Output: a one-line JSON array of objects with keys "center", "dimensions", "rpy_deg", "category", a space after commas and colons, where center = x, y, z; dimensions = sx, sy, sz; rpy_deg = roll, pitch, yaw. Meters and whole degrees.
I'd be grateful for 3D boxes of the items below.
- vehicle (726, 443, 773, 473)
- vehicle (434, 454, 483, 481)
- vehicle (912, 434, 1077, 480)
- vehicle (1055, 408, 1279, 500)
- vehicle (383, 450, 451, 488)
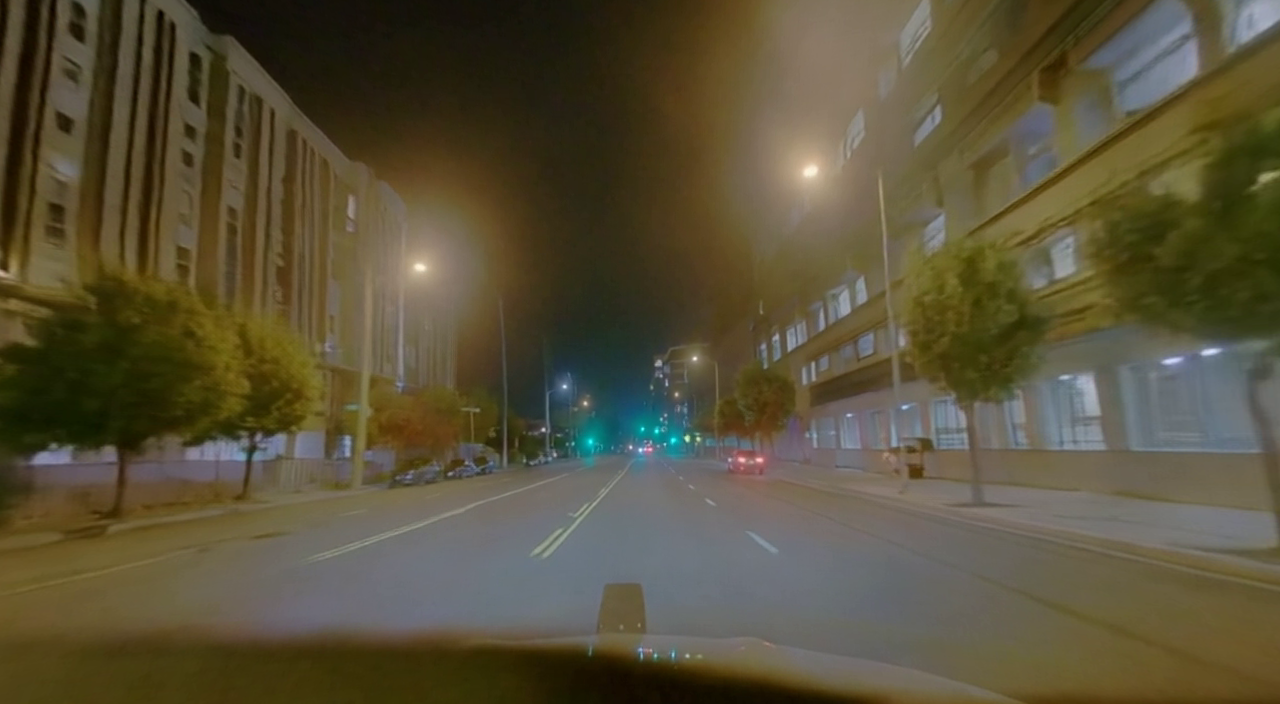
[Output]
[{"center": [6.826, 6.654, 39.630], "dimensions": [2.078, 1.766, 5.474], "rpy_deg": [0, -9, 1], "category": "vehicle"}, {"center": [-11.696, 7.431, 40.639], "dimensions": [1.876, 1.502, 4.506], "rpy_deg": [-3, -9, -1], "category": "vehicle"}, {"center": [13.059, 3.899, 23.410], "dimensions": [4.833, 1.554, 2.085], "rpy_deg": [-1, -9, 2], "category": "vehicle"}, {"center": [13.031, 2.364, 14.670], "dimensions": [5.015, 1.934, 2.150], "rpy_deg": [-1, -9, 3], "category": "vehicle"}, {"center": [-11.821, 6.204, 33.591], "dimensions": [1.979, 1.759, 4.435], "rpy_deg": [-4, -9, 1], "category": "vehicle"}]
